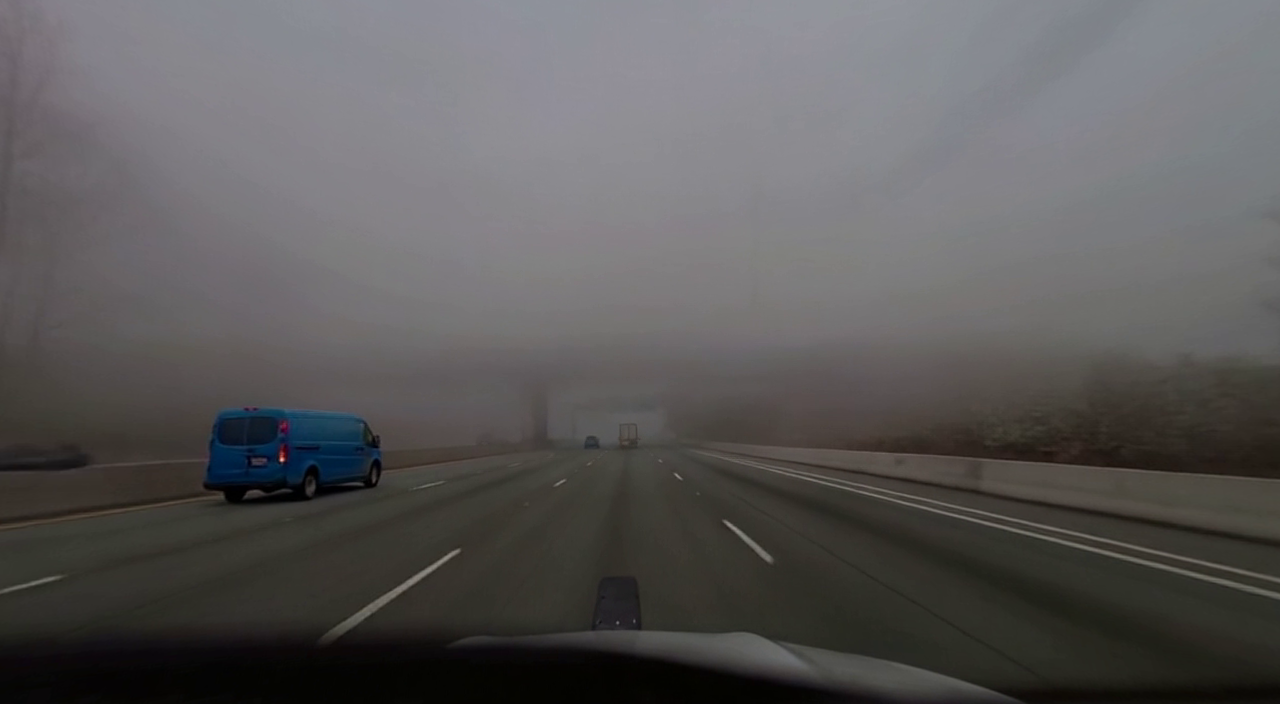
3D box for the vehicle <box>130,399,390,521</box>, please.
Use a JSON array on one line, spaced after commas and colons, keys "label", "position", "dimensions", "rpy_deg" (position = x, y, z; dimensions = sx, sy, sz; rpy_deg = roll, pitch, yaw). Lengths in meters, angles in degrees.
[{"label": "vehicle", "position": [-7.342, 2.136, 13.085], "dimensions": [2.150, 1.996, 5.341], "rpy_deg": [0, -8, -1]}]
